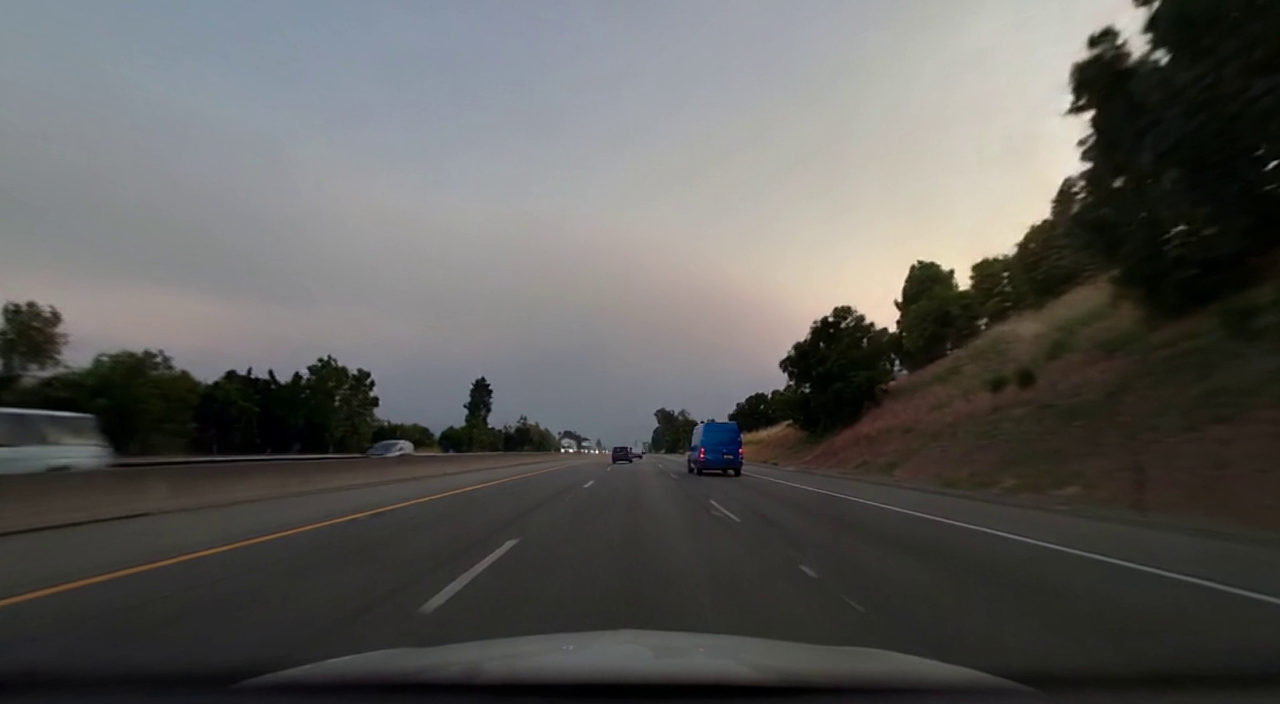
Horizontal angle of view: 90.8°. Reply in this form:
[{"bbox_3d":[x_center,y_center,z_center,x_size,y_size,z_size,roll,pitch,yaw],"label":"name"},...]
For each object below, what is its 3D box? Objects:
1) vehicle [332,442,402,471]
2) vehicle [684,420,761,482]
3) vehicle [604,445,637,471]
[{"bbox_3d":[-15.060,5.795,35.103,1.877,1.480,4.576,0,-9,0],"label":"vehicle"},{"bbox_3d":[3.628,4.584,29.342,2.552,2.524,6.630,0,-9,-1],"label":"vehicle"},{"bbox_3d":[-1.261,7.152,42.778,2.069,1.666,4.338,0,-9,1],"label":"vehicle"}]
